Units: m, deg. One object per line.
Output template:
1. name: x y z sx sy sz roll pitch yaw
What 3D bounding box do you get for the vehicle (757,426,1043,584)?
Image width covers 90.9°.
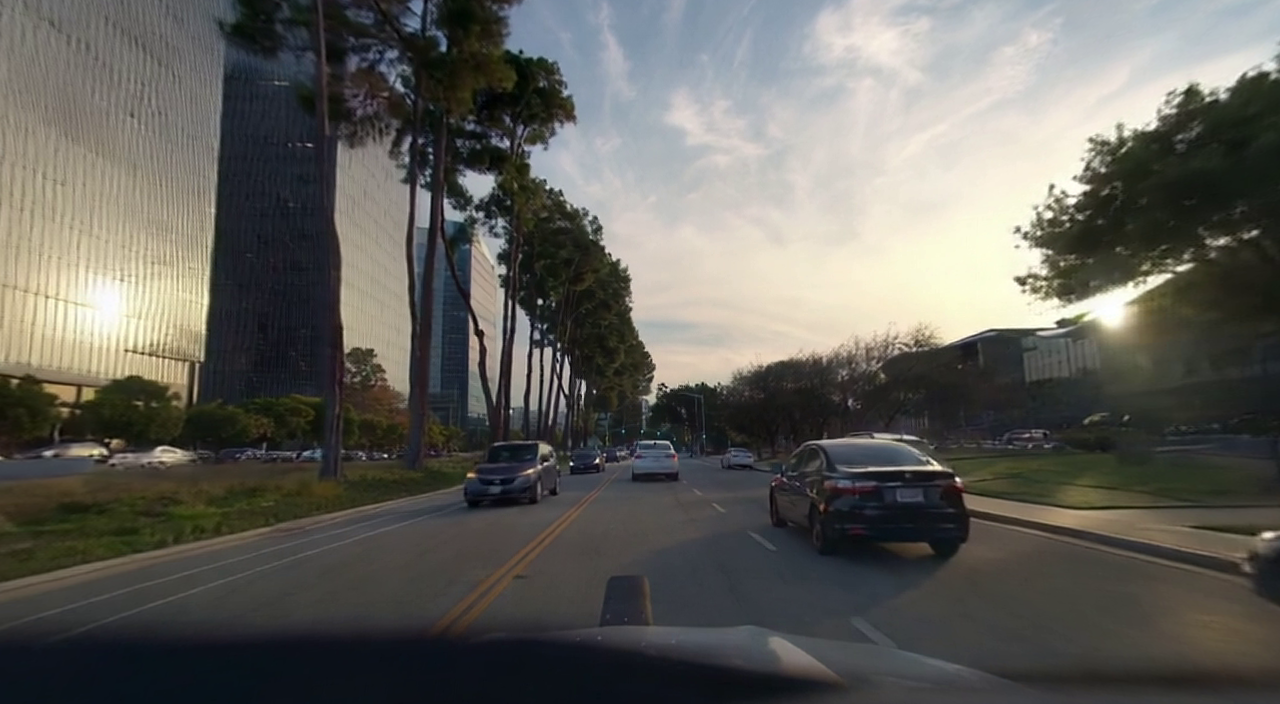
1. vehicle: 2.950 1.820 8.338 1.991 1.536 4.116 0 -8 0

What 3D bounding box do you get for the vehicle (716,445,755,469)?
1. vehicle: 6.240 6.900 41.686 1.885 1.467 4.546 0 -8 0

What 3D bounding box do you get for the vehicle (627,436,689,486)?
1. vehicle: 0.652 4.014 23.484 2.105 1.653 3.887 0 -8 1

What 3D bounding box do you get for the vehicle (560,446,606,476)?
1. vehicle: -2.870 5.610 32.602 1.997 1.415 4.195 0 -8 0

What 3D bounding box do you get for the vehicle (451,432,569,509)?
1. vehicle: -3.216 3.032 16.598 2.124 1.731 4.227 -1 -8 1
